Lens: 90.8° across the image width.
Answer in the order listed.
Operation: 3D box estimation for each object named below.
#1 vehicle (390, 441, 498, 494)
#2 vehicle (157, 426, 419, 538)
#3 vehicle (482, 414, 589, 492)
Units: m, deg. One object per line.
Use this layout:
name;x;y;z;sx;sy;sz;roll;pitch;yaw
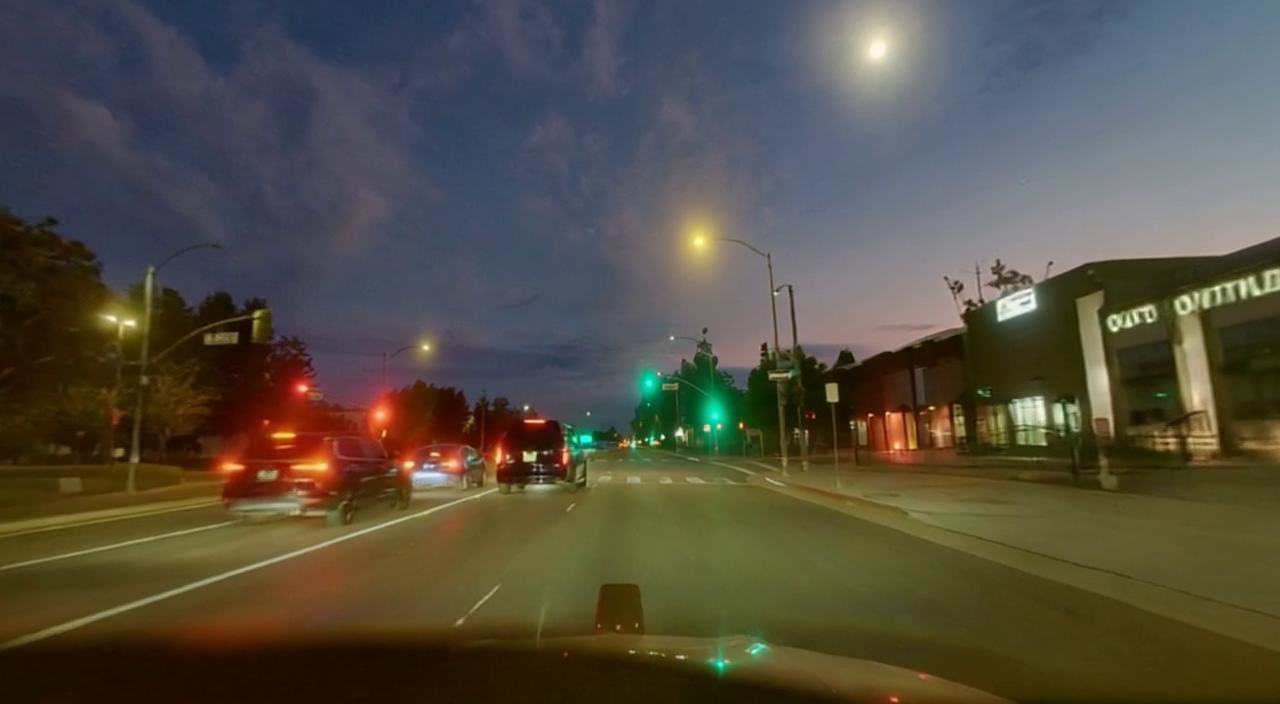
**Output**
vehicle;-6.005;3.576;19.988;1.982;1.452;4.463;0;-8;0
vehicle;-6.043;2.268;11.745;2.228;1.652;4.593;0;-8;0
vehicle;-3.126;3.206;20.328;2.496;2.155;5.468;0;-8;0
